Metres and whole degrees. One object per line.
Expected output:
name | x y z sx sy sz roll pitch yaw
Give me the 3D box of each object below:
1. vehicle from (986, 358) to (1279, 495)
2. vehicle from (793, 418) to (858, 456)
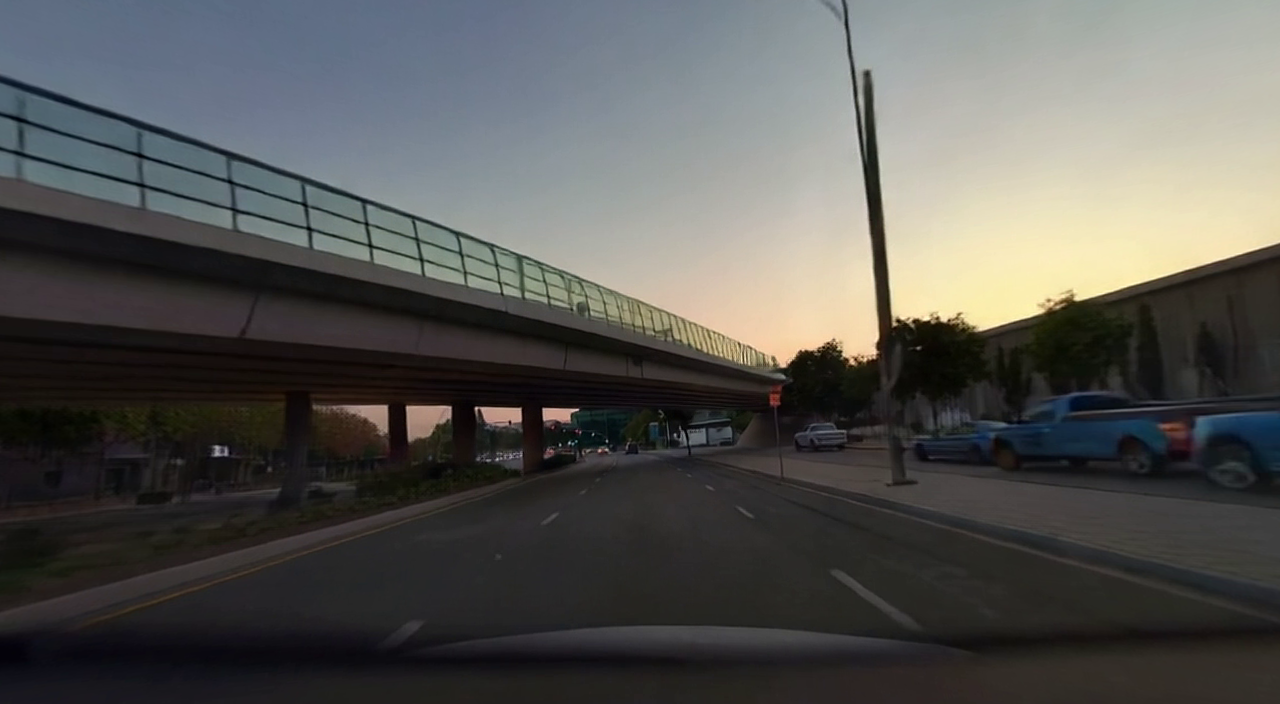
vehicle | 10.472 1.635 13.554 2.287 1.953 5.796 -11 -8 -3
vehicle | 10.654 4.966 36.428 2.244 1.866 4.603 -6 -8 0
